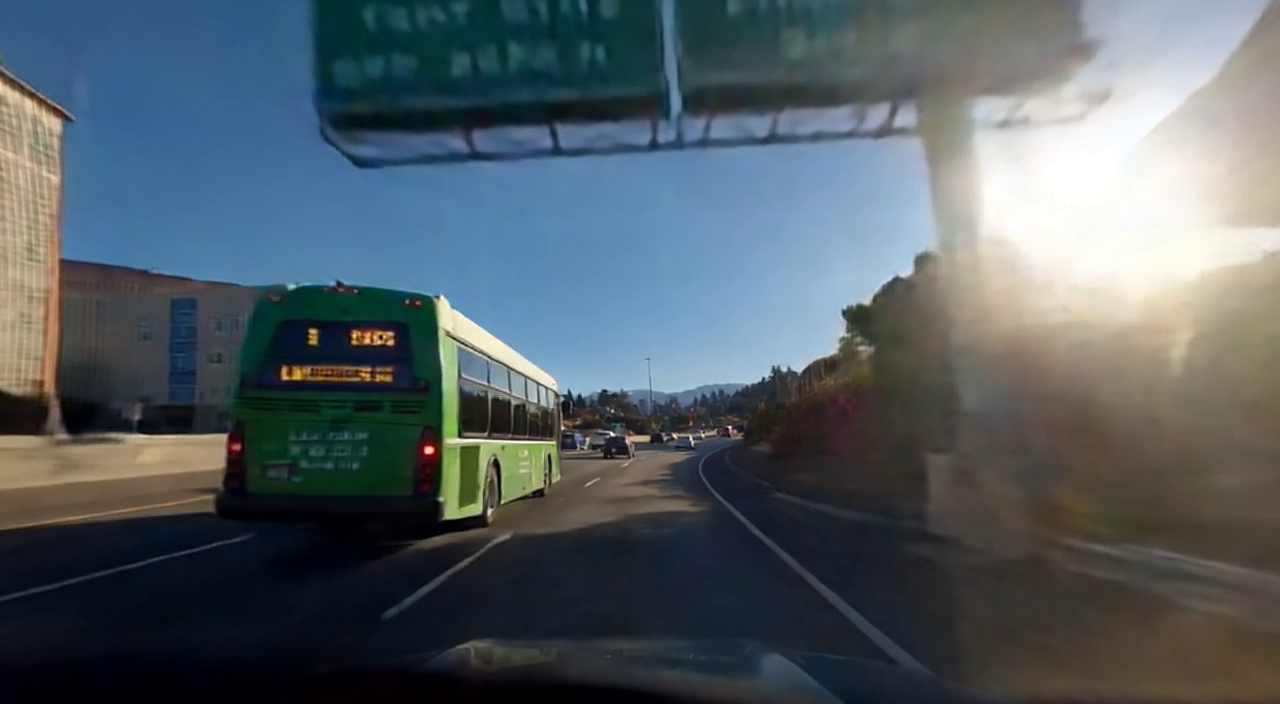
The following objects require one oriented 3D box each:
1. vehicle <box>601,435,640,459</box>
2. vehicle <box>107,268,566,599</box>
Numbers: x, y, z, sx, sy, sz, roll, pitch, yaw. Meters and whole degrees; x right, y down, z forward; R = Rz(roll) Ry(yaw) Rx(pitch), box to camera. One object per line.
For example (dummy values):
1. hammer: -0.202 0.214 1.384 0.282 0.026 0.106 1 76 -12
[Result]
1. vehicle: -1.248 6.392 42.376 1.928 1.455 4.361 -1 -9 7
2. vehicle: -3.180 1.298 9.876 2.888 2.944 8.373 -1 -8 1
